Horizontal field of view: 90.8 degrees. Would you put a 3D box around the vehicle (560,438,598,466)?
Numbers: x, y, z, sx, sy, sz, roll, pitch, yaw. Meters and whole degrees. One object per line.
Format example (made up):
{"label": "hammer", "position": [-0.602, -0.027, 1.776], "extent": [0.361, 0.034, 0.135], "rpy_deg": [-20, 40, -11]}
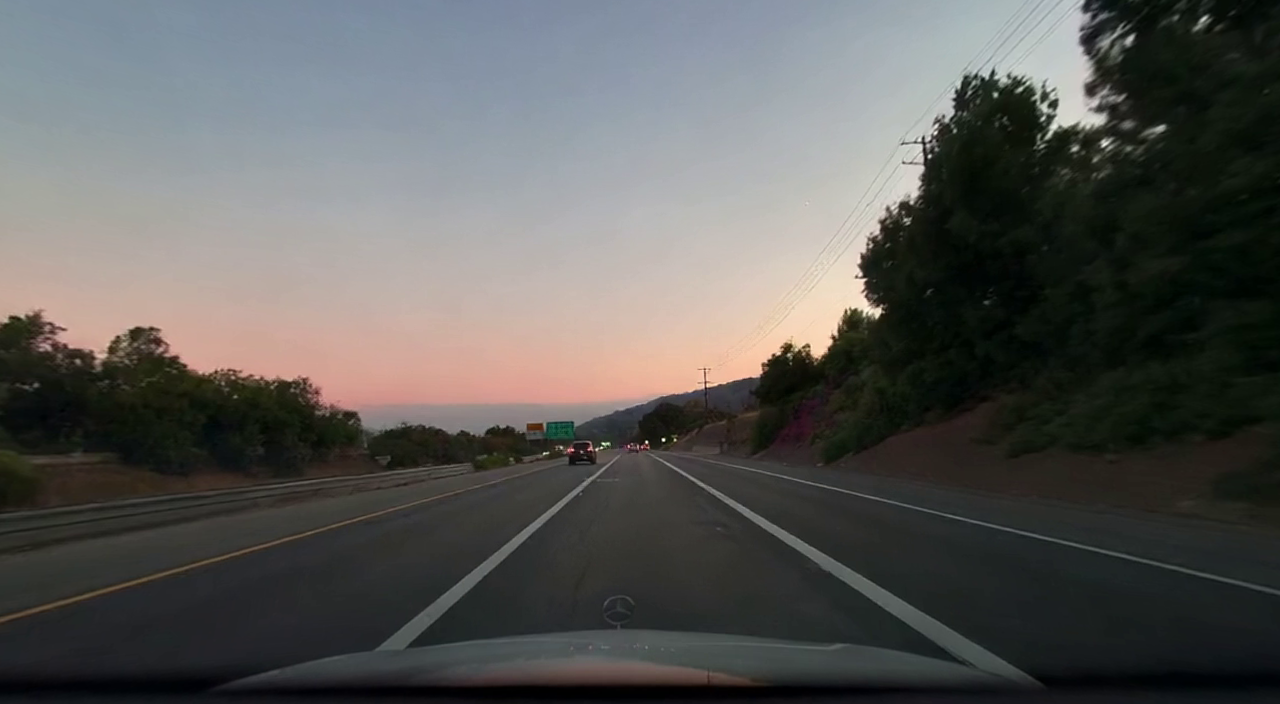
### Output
{"label": "vehicle", "position": [-4.208, 6.993, 44.356], "extent": [2.130, 1.823, 4.761], "rpy_deg": [0, -8, 1]}
